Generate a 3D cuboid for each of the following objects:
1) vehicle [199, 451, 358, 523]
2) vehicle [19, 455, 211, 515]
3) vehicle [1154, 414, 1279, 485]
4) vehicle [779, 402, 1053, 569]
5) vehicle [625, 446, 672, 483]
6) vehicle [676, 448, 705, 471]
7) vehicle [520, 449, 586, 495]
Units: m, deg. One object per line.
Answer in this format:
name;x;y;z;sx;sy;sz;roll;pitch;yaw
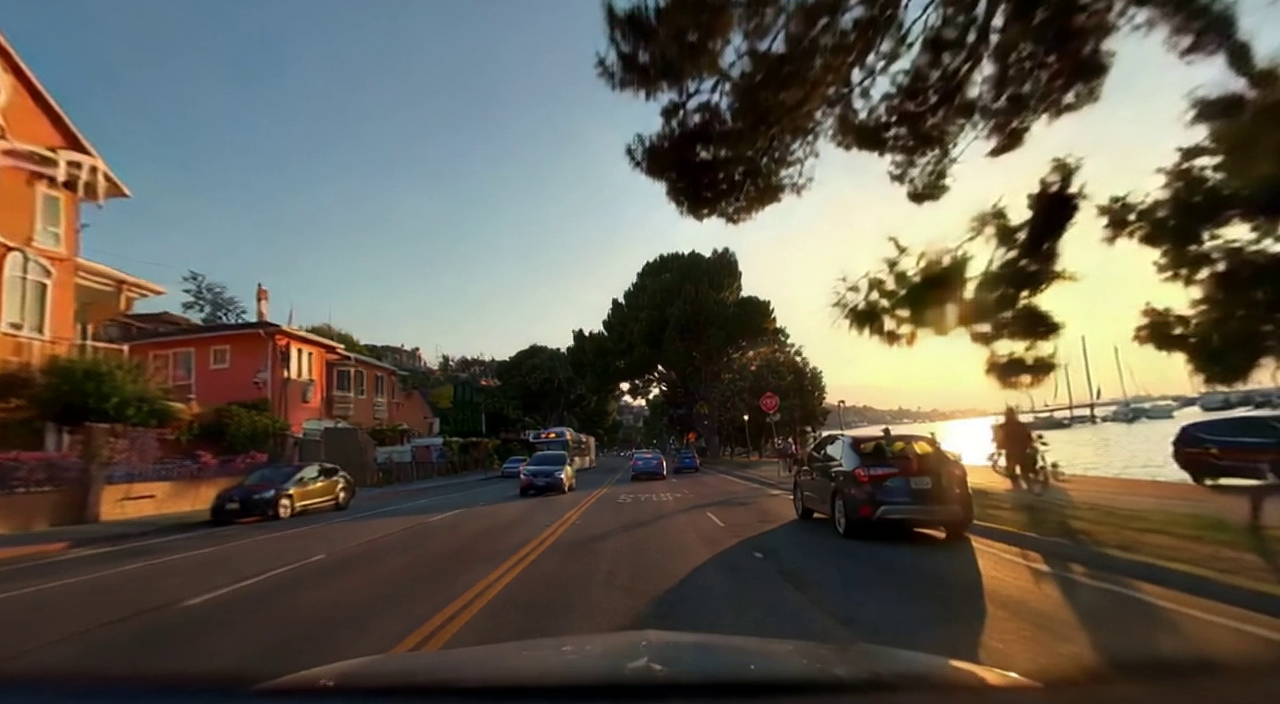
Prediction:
vehicle;-10.755;3.983;19.281;2.107;1.868;4.690;0;-9;-1
vehicle;-17.445;4.414;21.178;4.371;1.813;2.086;1;-9;-6
vehicle;15.124;2.230;14.749;1.967;1.526;5.016;-4;-9;1
vehicle;3.508;1.800;9.159;2.000;1.809;4.405;-1;-9;1
vehicle;0.375;5.440;30.713;2.132;1.632;3.838;0;-9;0
vehicle;3.874;8.325;48.988;1.876;1.626;3.851;0;-9;-1
vehicle;-3.218;4.512;24.083;1.893;1.583;4.107;-1;-9;1
